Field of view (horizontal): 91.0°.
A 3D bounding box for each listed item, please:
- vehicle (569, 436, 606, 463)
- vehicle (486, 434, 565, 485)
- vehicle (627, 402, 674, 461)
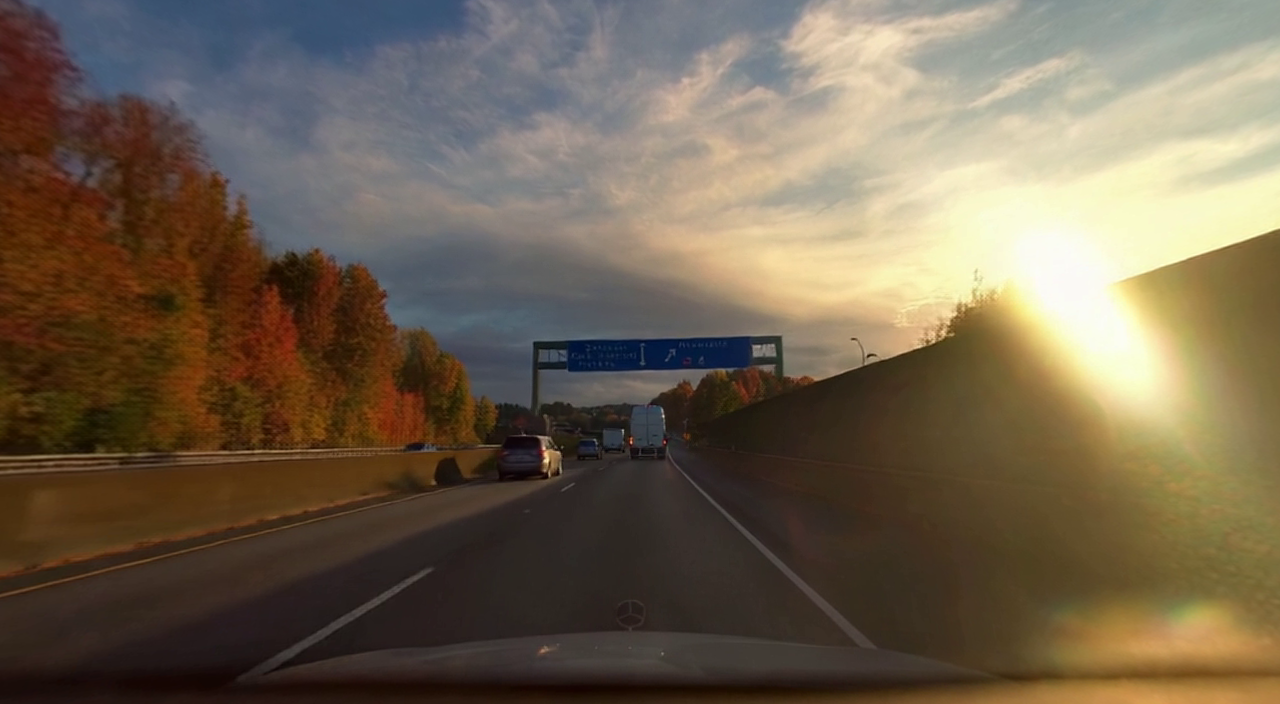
[{"bbox_3d":[-3.295,6.202,40.136,1.962,1.575,4.158,0,-8,1],"label":"vehicle"},{"bbox_3d":[-3.784,3.601,21.484,1.927,1.556,3.921,0,-8,1],"label":"vehicle"},{"bbox_3d":[0.712,5.694,44.561,2.933,3.701,10.425,0,-8,1],"label":"vehicle"}]
